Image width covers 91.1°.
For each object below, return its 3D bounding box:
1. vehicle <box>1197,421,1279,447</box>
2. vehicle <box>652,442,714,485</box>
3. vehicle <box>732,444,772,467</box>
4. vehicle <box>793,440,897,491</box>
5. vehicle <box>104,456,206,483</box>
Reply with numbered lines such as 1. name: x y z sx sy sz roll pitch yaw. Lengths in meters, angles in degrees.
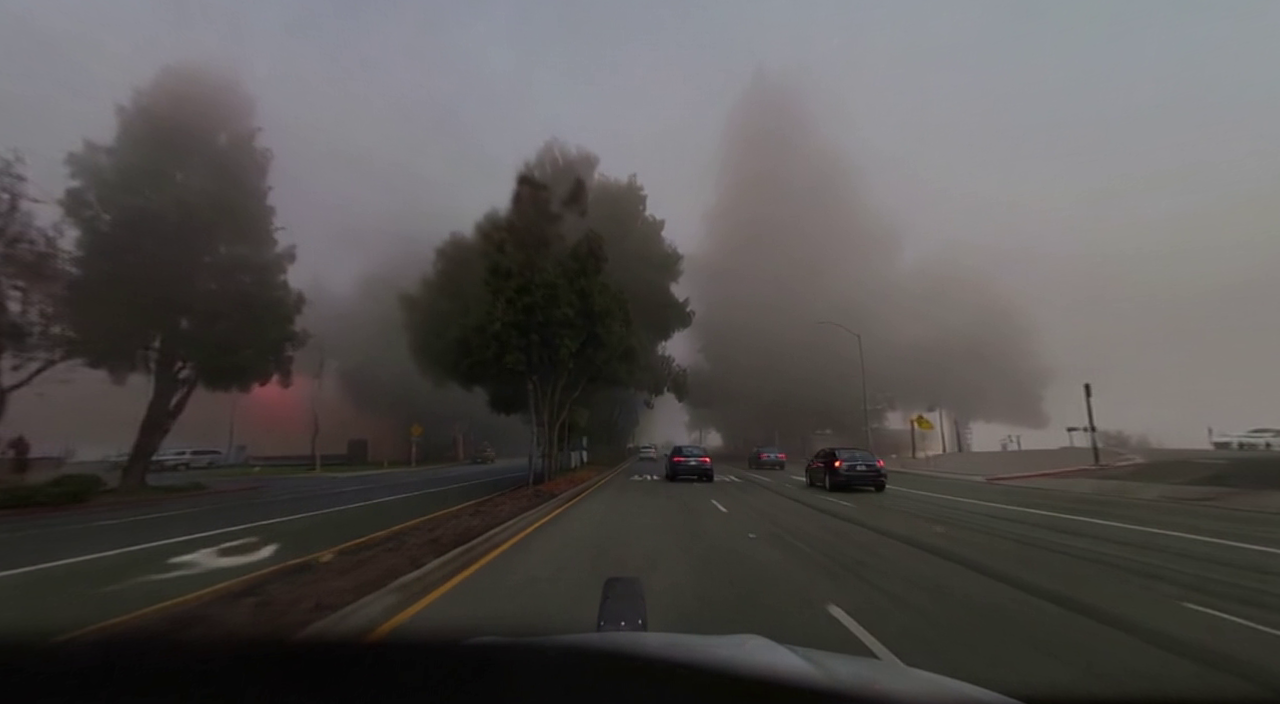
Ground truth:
1. vehicle: 46.352 6.359 48.396 2.078 1.893 5.228 0 -8 1
2. vehicle: 1.550 4.255 24.337 1.971 1.479 4.493 0 -8 -2
3. vehicle: 7.555 7.025 42.723 1.930 1.479 4.477 0 -8 1
4. vehicle: 6.614 3.702 20.813 1.918 1.484 4.456 0 -8 0
5. vehicle: -29.054 7.001 37.655 4.510 1.504 2.005 -1 -8 3
